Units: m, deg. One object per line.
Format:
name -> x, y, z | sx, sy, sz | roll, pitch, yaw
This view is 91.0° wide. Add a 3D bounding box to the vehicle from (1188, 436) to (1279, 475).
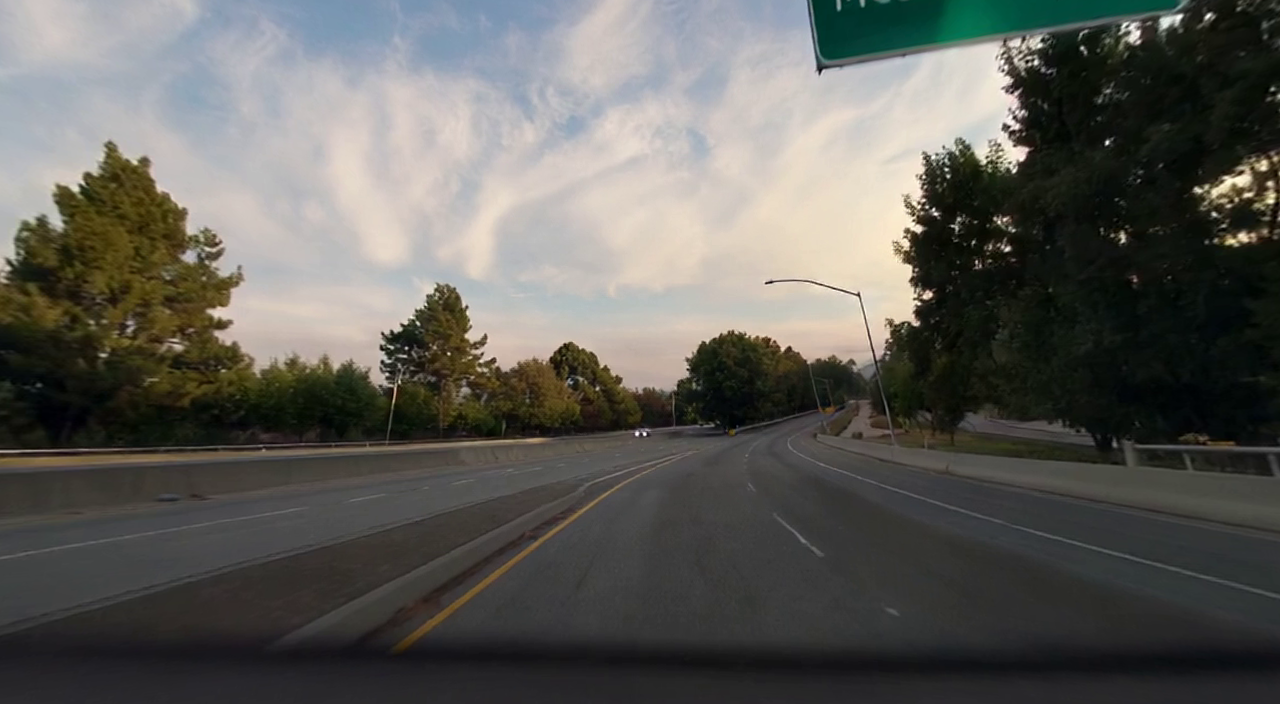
vehicle -> 38.630, 6.673, 40.674 | 2.193, 2.281, 5.602 | -3, -10, 12
